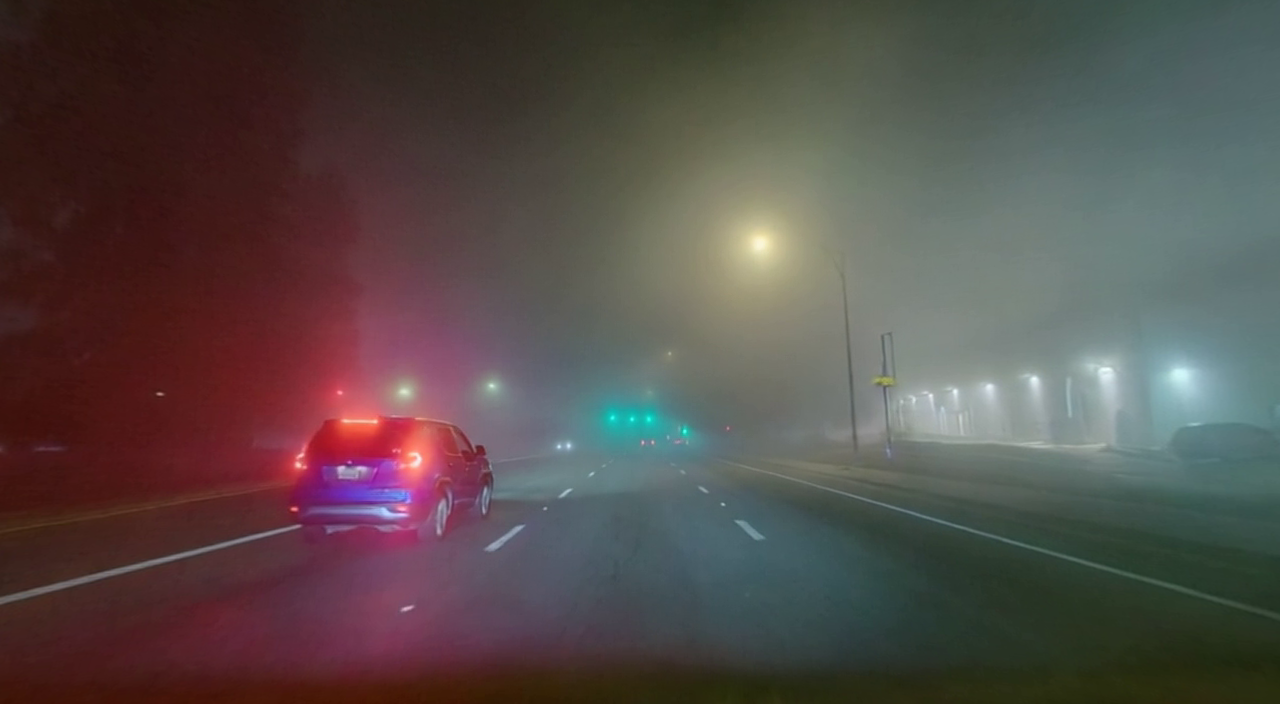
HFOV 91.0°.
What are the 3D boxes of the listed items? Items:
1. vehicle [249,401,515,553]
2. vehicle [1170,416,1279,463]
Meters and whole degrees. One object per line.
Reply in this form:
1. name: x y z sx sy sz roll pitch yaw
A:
1. vehicle: -3.386 1.754 9.465 2.033 1.713 4.503 0 -8 1
2. vehicle: 23.259 3.349 24.269 4.000 1.458 1.640 -5 -7 0
